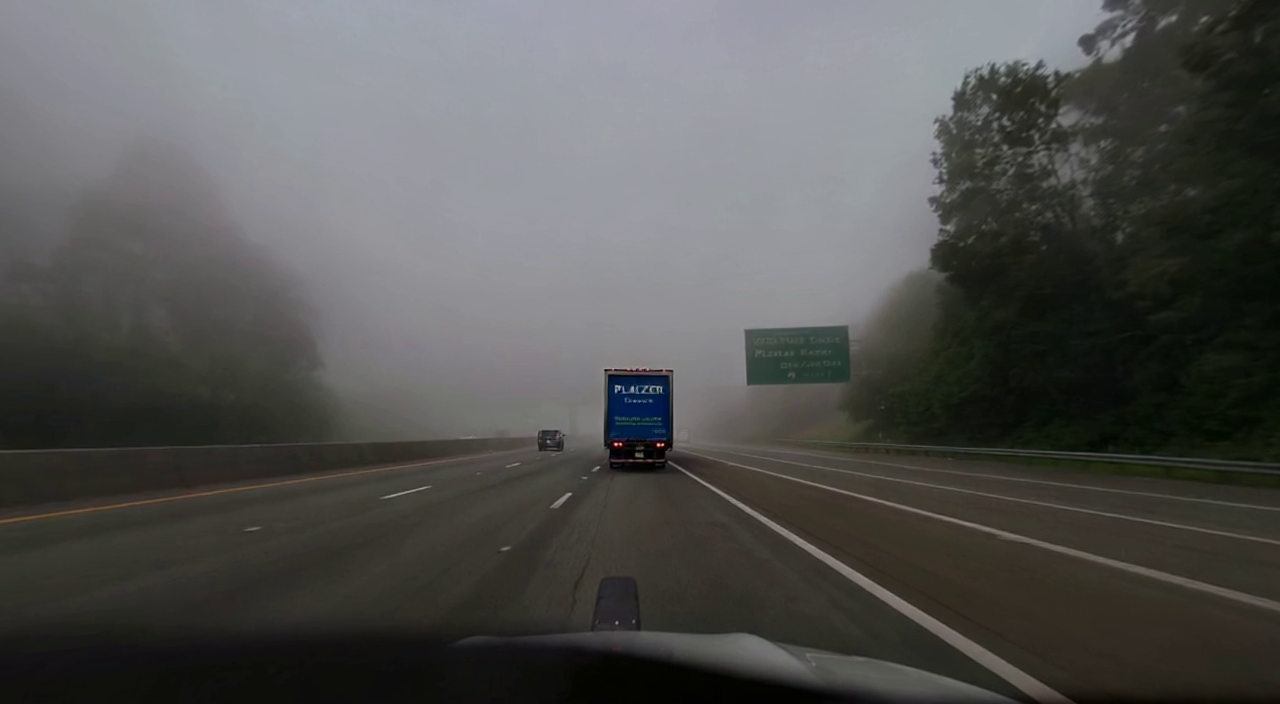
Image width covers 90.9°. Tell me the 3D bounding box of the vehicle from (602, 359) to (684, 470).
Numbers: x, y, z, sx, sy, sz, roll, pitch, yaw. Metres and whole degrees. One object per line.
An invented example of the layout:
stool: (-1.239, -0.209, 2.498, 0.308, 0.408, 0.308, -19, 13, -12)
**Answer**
vehicle: (-0.116, 3.023, 28.476, 2.926, 3.959, 11.818, 0, -8, -2)

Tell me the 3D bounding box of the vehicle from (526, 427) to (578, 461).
vehicle: (-4.760, 5.061, 34.762, 2.198, 1.712, 4.655, 0, -8, -1)
